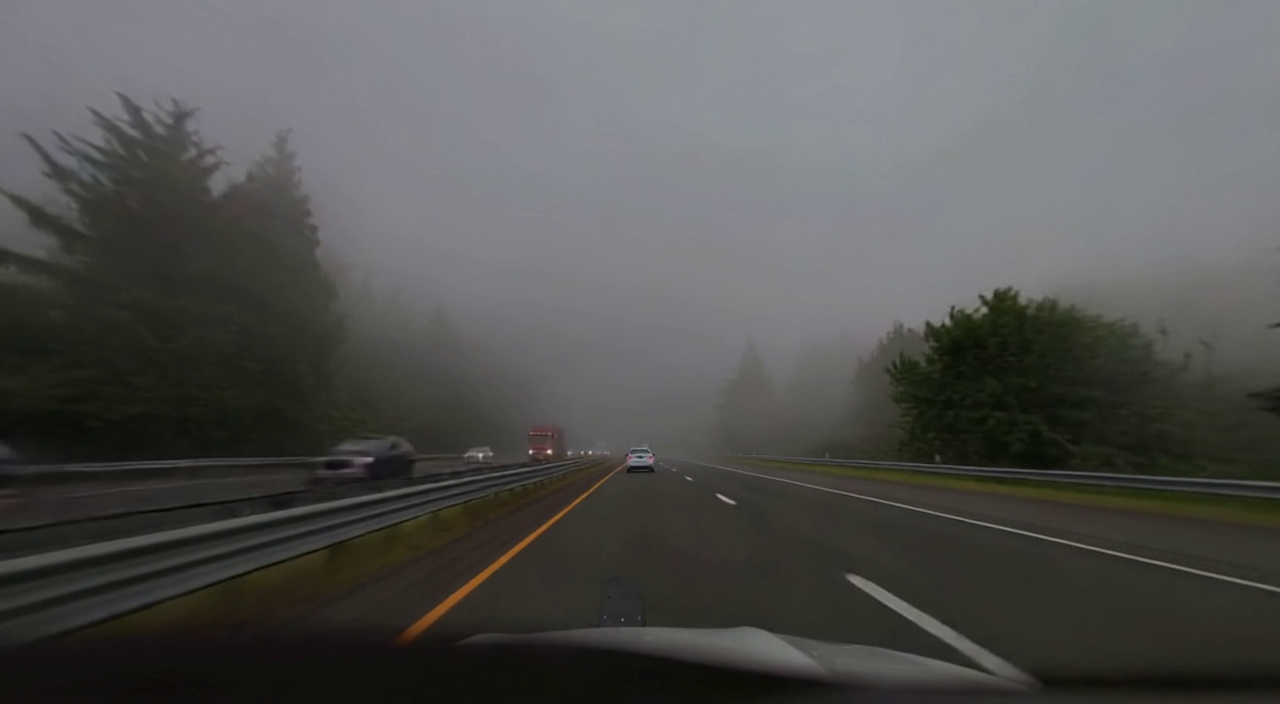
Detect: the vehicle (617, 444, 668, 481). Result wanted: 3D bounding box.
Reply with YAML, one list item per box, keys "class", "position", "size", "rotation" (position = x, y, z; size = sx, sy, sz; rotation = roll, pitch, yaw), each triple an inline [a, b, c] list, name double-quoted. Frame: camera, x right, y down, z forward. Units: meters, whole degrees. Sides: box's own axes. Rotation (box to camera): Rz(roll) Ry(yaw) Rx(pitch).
- class: "vehicle"
  position: [0.065, 4.917, 28.318]
  size: [2.114, 1.523, 4.012]
  rotation: [0, -9, -1]

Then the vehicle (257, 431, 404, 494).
- class: "vehicle"
  position: [-8.875, 3.213, 18.632]
  size: [2.061, 1.622, 4.452]
  rotation: [0, -9, 0]
